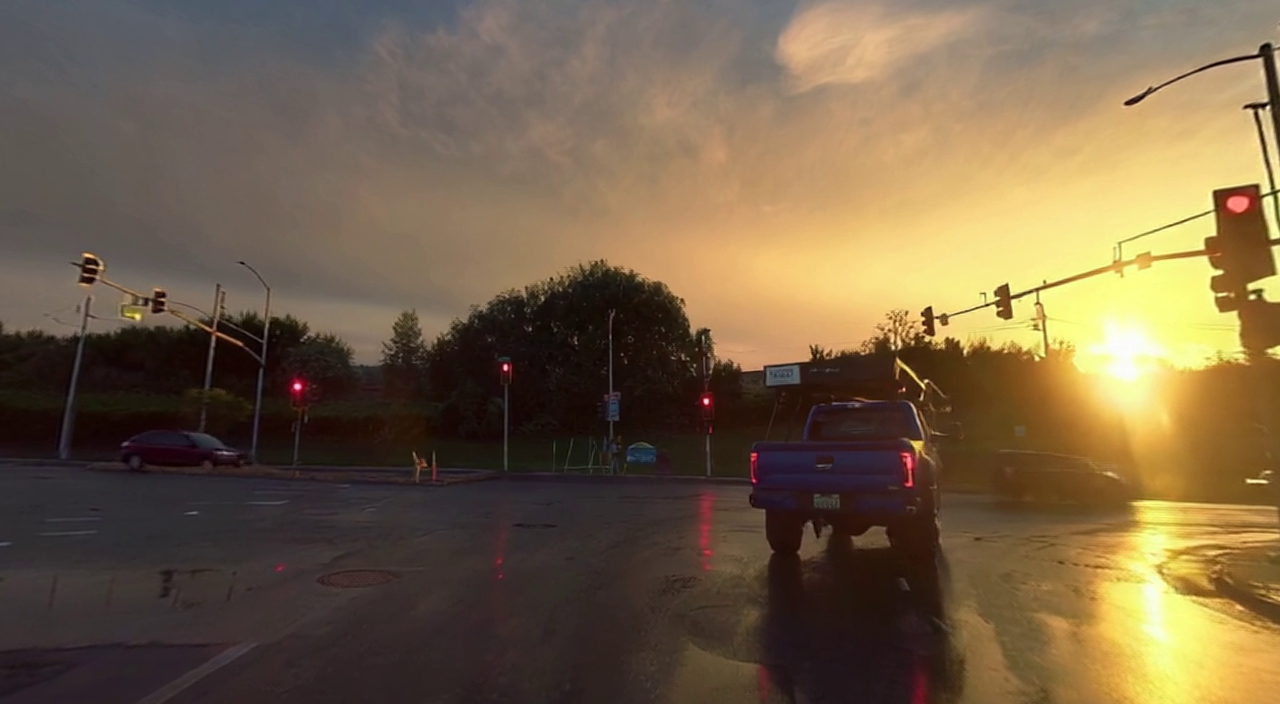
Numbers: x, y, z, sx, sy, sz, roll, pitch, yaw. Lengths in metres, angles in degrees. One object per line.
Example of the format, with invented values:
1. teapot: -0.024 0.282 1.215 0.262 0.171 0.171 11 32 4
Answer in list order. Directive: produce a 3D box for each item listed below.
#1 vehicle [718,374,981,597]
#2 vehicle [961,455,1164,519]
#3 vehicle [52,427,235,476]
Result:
1. vehicle: 3.407 1.915 10.171 2.851 2.400 5.978 -3 -9 21
2. vehicle: 12.453 3.961 18.766 4.695 1.729 2.067 1 -9 -7
3. vehicle: -17.201 3.482 22.082 4.750 1.525 1.964 7 -11 -39
